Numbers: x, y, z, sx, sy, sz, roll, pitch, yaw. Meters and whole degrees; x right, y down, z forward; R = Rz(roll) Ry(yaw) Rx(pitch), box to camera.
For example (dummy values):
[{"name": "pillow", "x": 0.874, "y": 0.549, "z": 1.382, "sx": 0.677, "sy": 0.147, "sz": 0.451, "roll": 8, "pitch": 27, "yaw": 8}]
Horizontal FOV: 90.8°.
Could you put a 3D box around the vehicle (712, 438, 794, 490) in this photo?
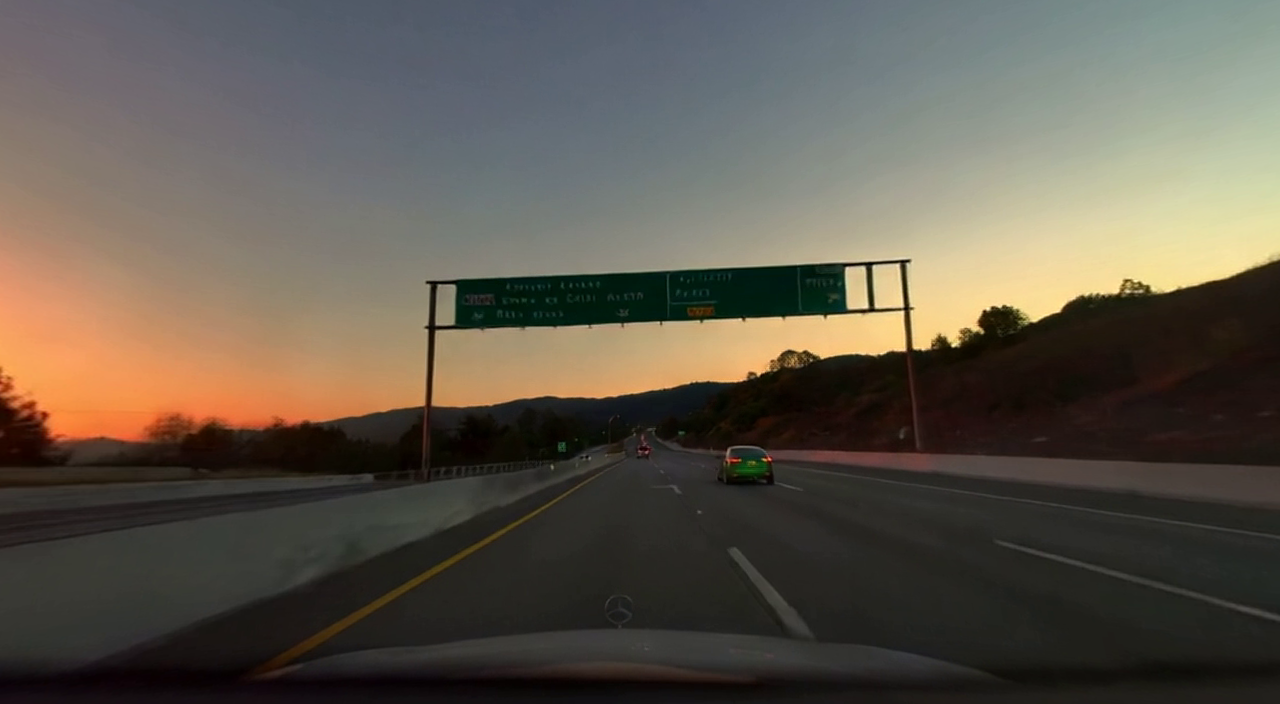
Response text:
[{"name": "vehicle", "x": 3.556, "y": 3.622, "z": 20.688, "sx": 1.874, "sy": 1.506, "sz": 4.116, "roll": 0, "pitch": -9, "yaw": 0}]
